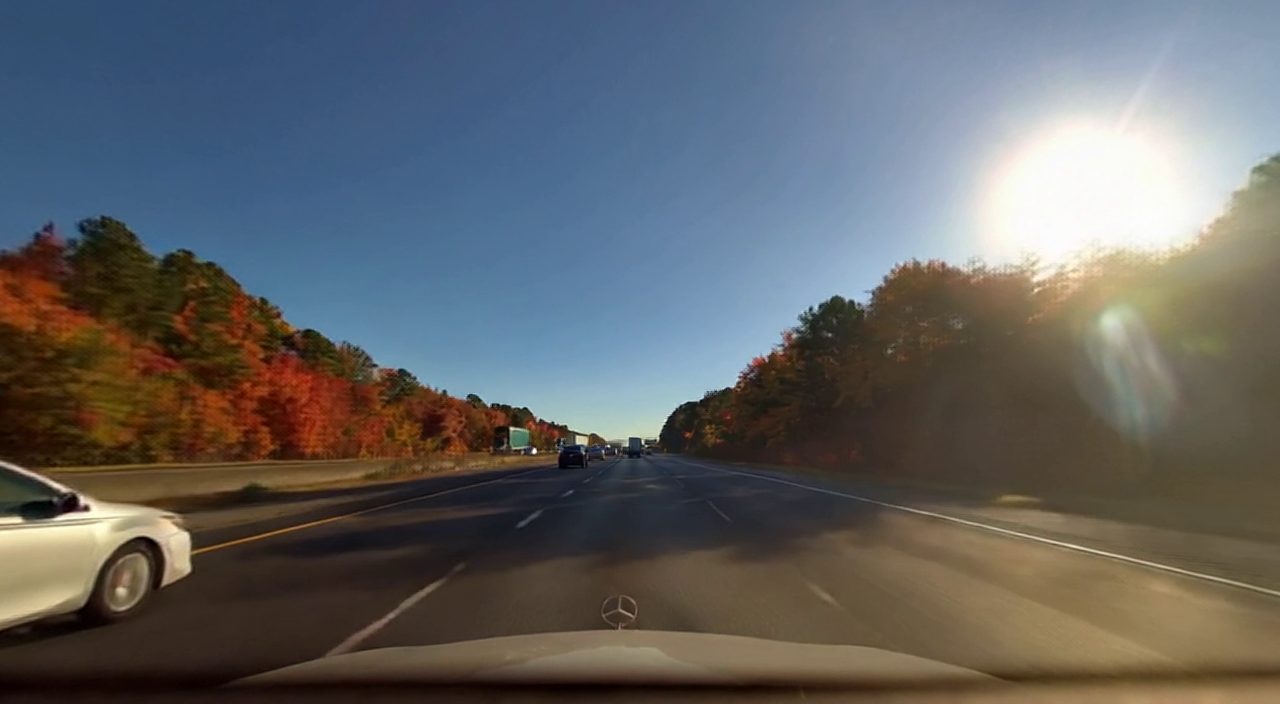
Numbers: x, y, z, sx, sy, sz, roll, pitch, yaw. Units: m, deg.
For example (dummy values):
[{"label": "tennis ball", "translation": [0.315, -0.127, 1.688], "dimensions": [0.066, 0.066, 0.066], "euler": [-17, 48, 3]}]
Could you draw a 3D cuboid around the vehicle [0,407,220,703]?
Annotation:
[{"label": "vehicle", "translation": [-4.357, 0.995, 2.839], "dimensions": [2.071, 1.525, 4.058], "euler": [0, -9, 0]}]

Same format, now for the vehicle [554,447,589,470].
[{"label": "vehicle", "translation": [-4.571, 7.171, 42.415], "dimensions": [1.963, 1.475, 3.665], "euler": [0, -9, 0]}]
